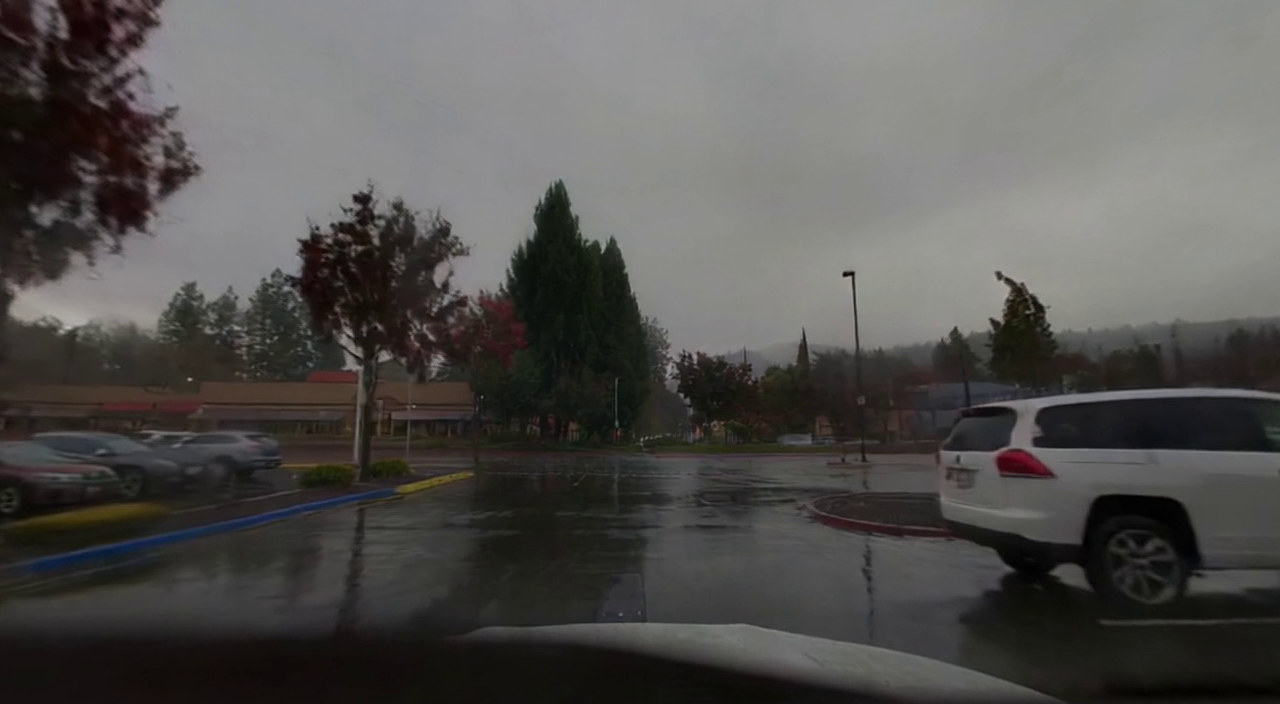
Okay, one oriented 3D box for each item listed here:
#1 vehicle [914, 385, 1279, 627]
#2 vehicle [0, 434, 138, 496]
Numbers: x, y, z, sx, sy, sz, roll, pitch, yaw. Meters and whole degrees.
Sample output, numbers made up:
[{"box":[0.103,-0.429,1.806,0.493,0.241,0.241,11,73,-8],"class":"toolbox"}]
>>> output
[{"box":[5.823,1.250,5.662,5.671,1.718,2.227,0,-8,2],"class":"vehicle"},{"box":[-15.849,2.911,16.491,3.963,1.495,1.856,5,-10,-31],"class":"vehicle"}]
